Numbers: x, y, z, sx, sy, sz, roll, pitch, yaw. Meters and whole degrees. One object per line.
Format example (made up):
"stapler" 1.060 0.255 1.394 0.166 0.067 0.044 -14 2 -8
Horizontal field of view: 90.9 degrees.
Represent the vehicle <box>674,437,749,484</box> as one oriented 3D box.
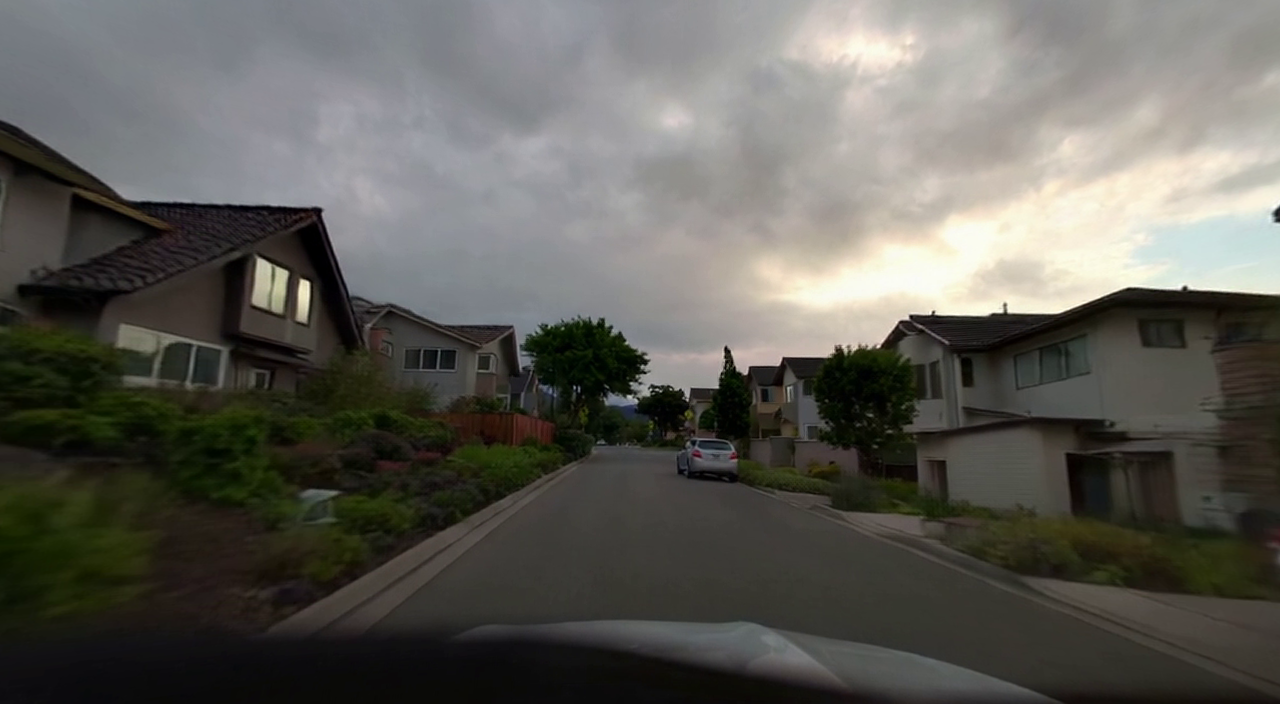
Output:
"vehicle" 2.422 3.792 22.421 1.955 1.498 4.046 0 -8 -4
